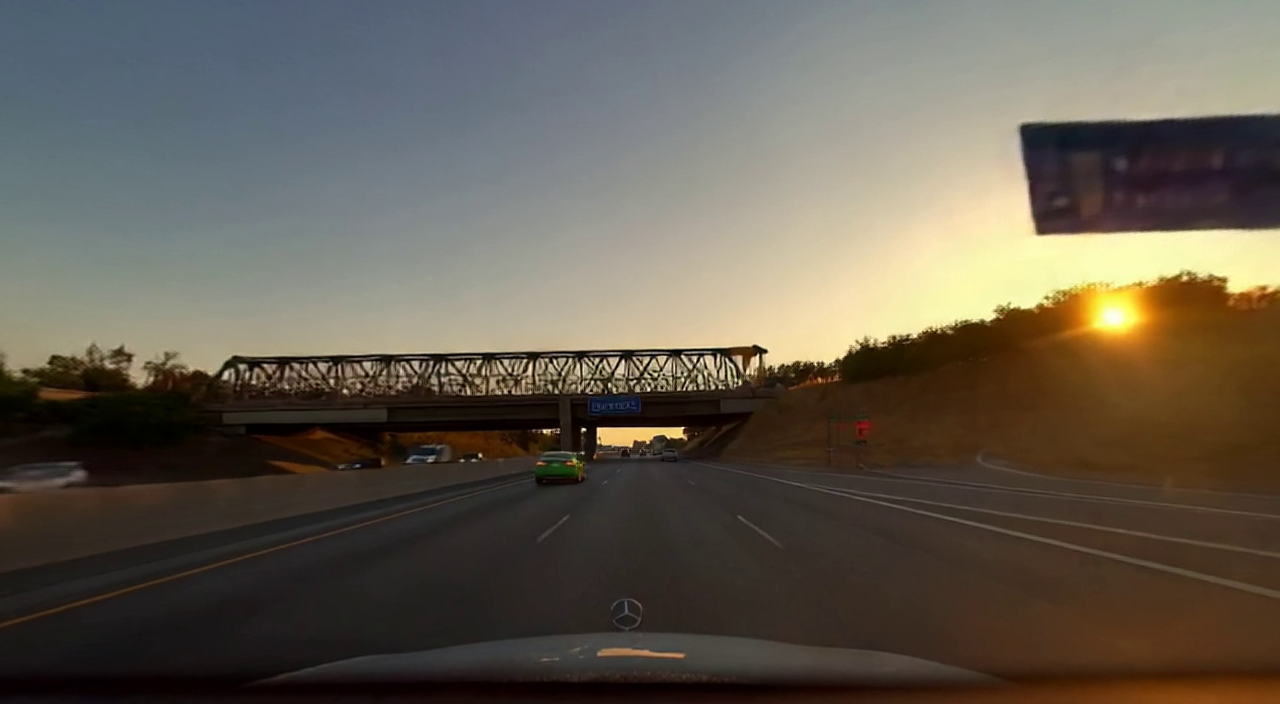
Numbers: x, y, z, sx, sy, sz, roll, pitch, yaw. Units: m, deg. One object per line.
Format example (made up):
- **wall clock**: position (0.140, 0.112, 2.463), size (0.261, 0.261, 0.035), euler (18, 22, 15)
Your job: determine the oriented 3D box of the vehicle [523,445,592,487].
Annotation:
- **vehicle**: position (-3.223, 4.558, 25.573), size (2.180, 1.537, 4.459), euler (0, -9, 0)
